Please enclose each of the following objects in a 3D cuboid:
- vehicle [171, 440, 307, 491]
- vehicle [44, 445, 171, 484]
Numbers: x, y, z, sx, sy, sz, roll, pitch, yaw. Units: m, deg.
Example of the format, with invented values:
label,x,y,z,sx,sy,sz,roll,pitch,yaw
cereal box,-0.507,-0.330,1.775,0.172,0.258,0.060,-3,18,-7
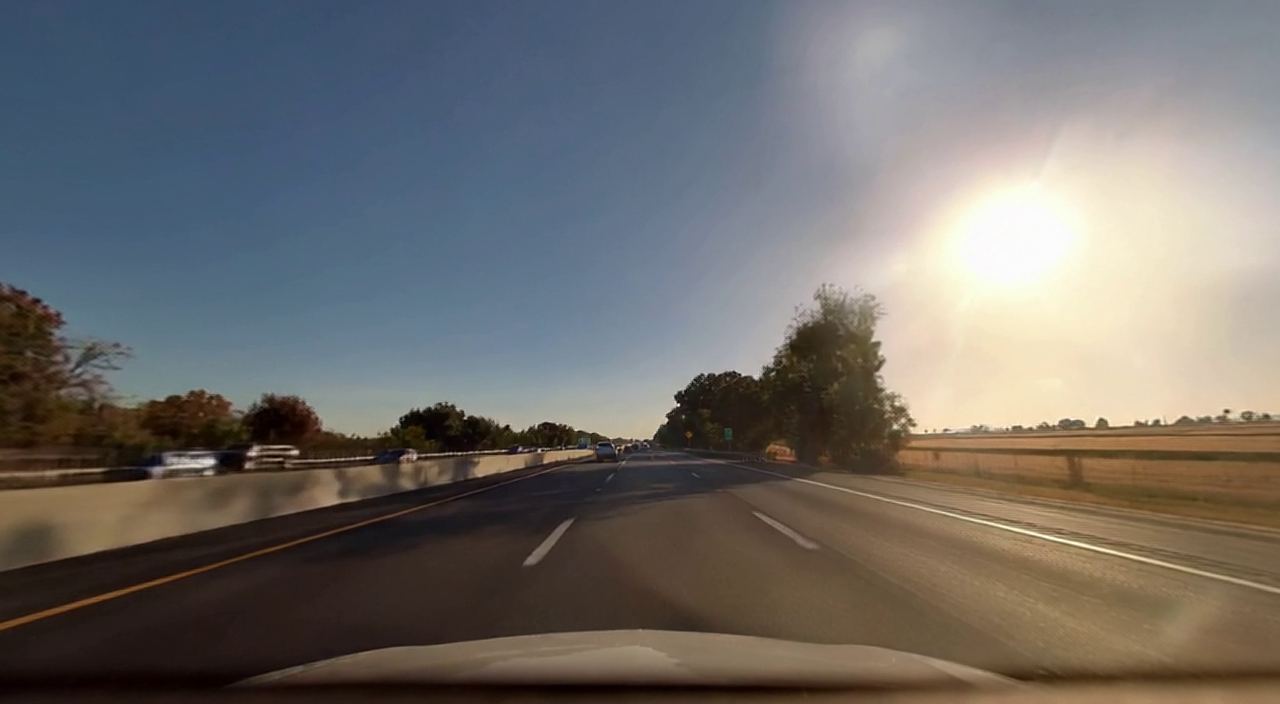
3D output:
label,x,y,z,sx,sy,sz,roll,pitch,yaw
vehicle,-16.452,4.635,26.277,2.103,1.793,5.213,-3,-8,2
vehicle,-24.857,5.253,29.676,1.933,1.674,4.573,0,-8,0
